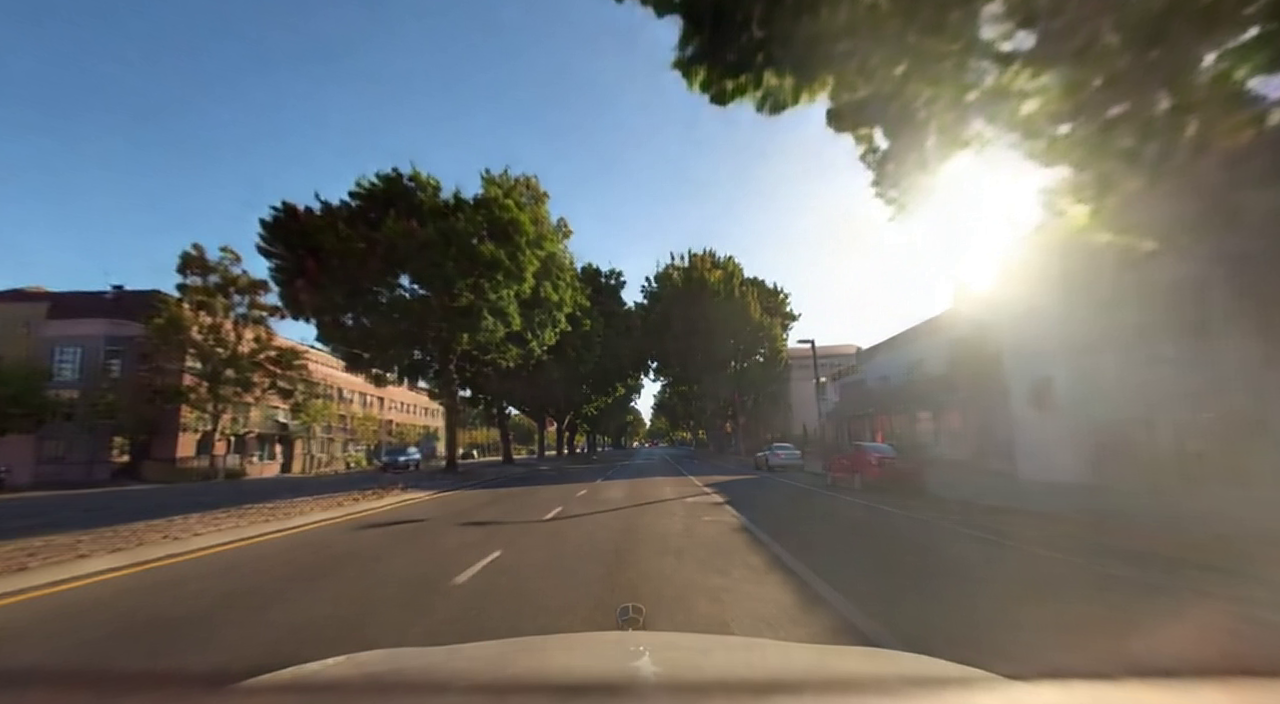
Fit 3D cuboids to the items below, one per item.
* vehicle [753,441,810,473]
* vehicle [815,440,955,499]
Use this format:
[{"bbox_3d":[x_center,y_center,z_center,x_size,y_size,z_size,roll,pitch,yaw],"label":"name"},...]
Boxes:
[{"bbox_3d":[7.099,5.282,32.096,1.923,1.498,4.676,0,-8,1],"label":"vehicle"},{"bbox_3d":[6.963,3.372,18.661,2.119,1.458,4.965,1,-8,-1],"label":"vehicle"}]
